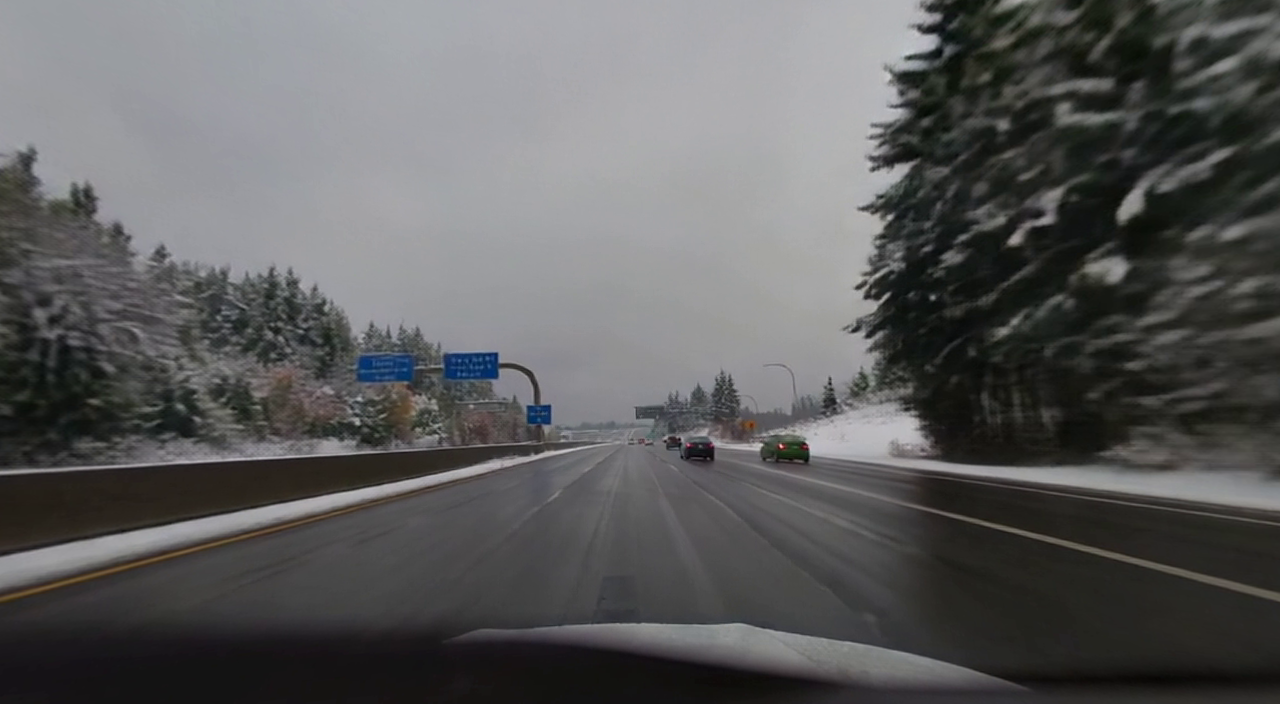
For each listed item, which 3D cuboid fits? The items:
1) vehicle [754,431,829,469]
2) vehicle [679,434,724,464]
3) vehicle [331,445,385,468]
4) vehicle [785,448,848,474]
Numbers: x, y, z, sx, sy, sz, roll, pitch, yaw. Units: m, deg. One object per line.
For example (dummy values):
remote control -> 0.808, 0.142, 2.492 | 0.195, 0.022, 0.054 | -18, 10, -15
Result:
vehicle -> 6.648, 4.338, 28.263 | 2.003, 1.522, 4.940 | 0, -8, -1
vehicle -> 3.147, 5.029, 32.906 | 1.819, 1.468, 3.770 | 0, -8, -2
vehicle -> -19.339, 7.179, 43.386 | 1.727, 1.419, 4.340 | 0, -8, 0
vehicle -> 6.772, 4.187, 24.419 | 1.535, 0.862, 2.814 | 0, -8, -2
